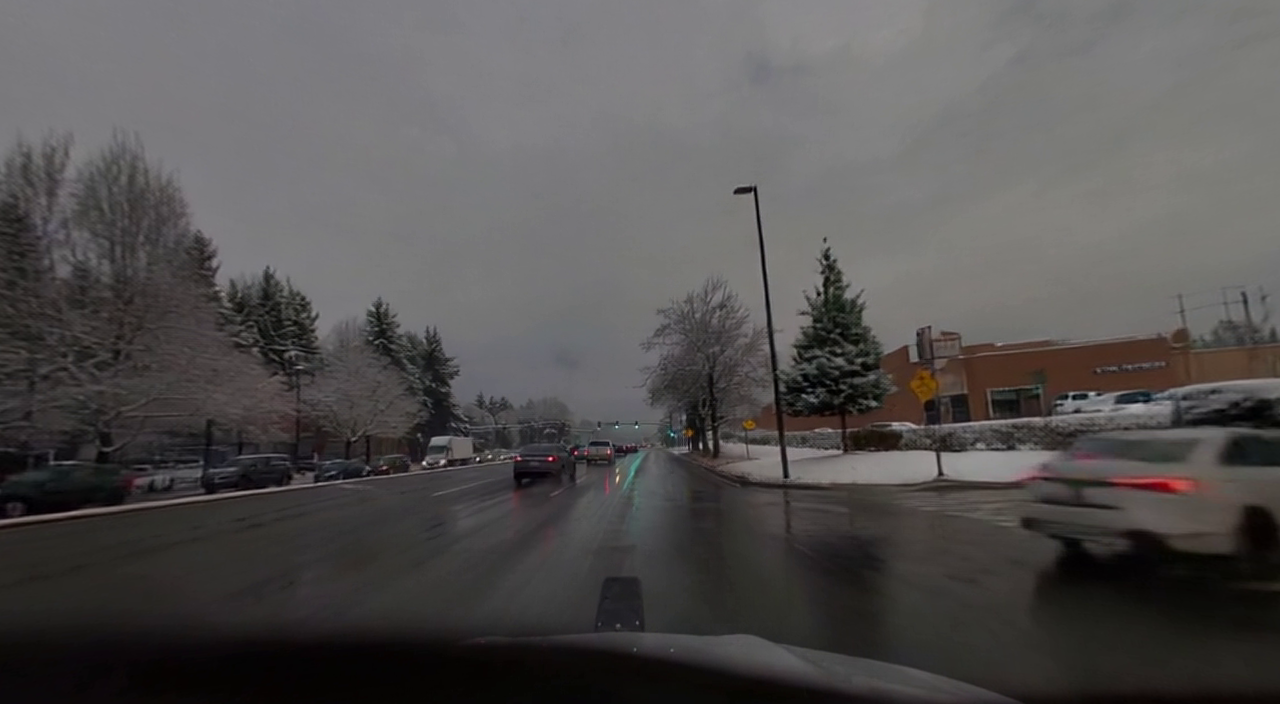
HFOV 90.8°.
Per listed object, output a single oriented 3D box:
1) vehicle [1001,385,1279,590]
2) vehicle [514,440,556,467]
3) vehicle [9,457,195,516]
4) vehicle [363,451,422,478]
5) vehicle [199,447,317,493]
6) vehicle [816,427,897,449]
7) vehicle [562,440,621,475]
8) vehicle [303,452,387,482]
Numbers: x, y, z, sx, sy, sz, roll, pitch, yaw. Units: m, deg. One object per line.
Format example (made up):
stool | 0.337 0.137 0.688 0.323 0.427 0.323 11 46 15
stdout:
vehicle | 6.401 1.269 6.591 4.504 1.513 2.208 4 -9 -23
vehicle | -7.360 7.124 44.657 2.054 1.744 4.422 0 -8 2
vehicle | -16.429 4.082 19.678 1.849 1.472 4.441 0 -8 1
vehicle | -16.152 7.353 41.513 2.024 1.531 4.580 0 -8 1
vehicle | -16.399 5.054 27.474 2.073 1.749 4.770 0 -8 1
vehicle | 14.439 5.798 42.337 4.739 1.424 1.936 0 -8 2
vehicle | -2.237 5.042 30.544 2.235 1.500 4.420 0 -8 4
vehicle | -16.361 6.374 35.364 2.162 1.480 5.017 0 -8 1
